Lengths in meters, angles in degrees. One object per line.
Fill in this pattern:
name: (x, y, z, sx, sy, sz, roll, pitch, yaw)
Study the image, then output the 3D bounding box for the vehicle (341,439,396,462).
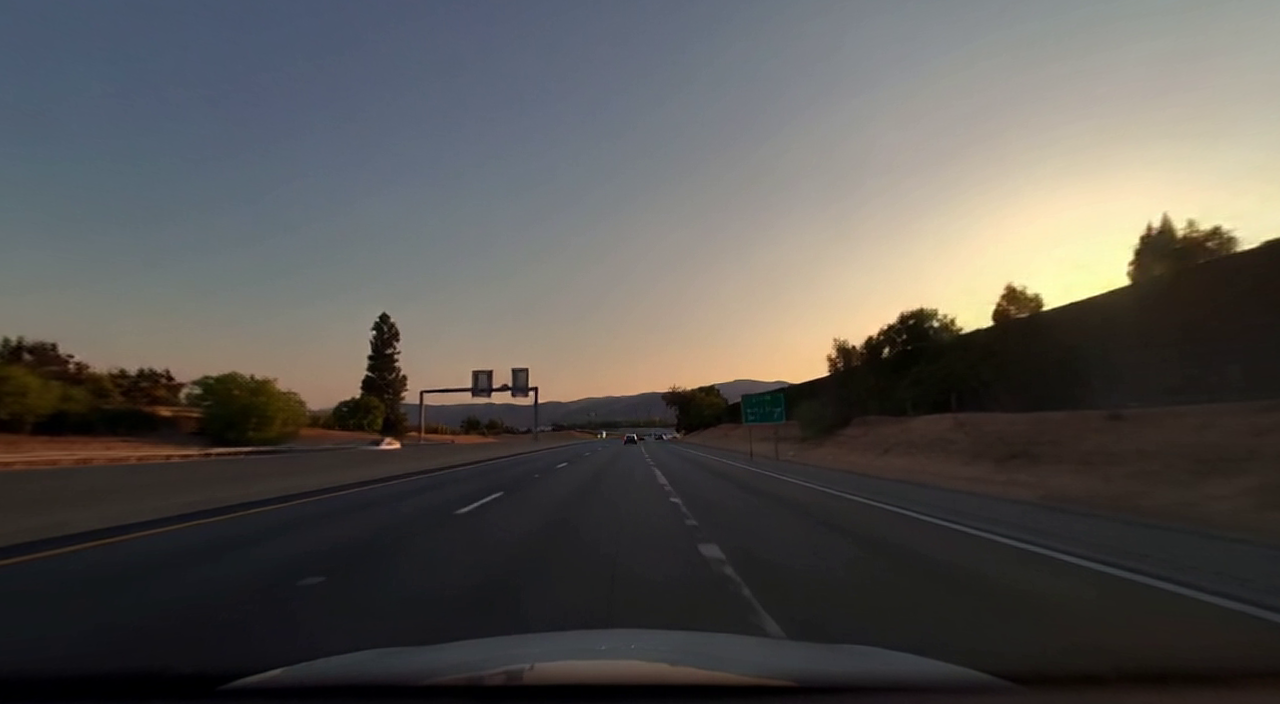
vehicle: (-18.378, 6.653, 42.816, 1.897, 1.470, 4.083, 0, -8, 0)
